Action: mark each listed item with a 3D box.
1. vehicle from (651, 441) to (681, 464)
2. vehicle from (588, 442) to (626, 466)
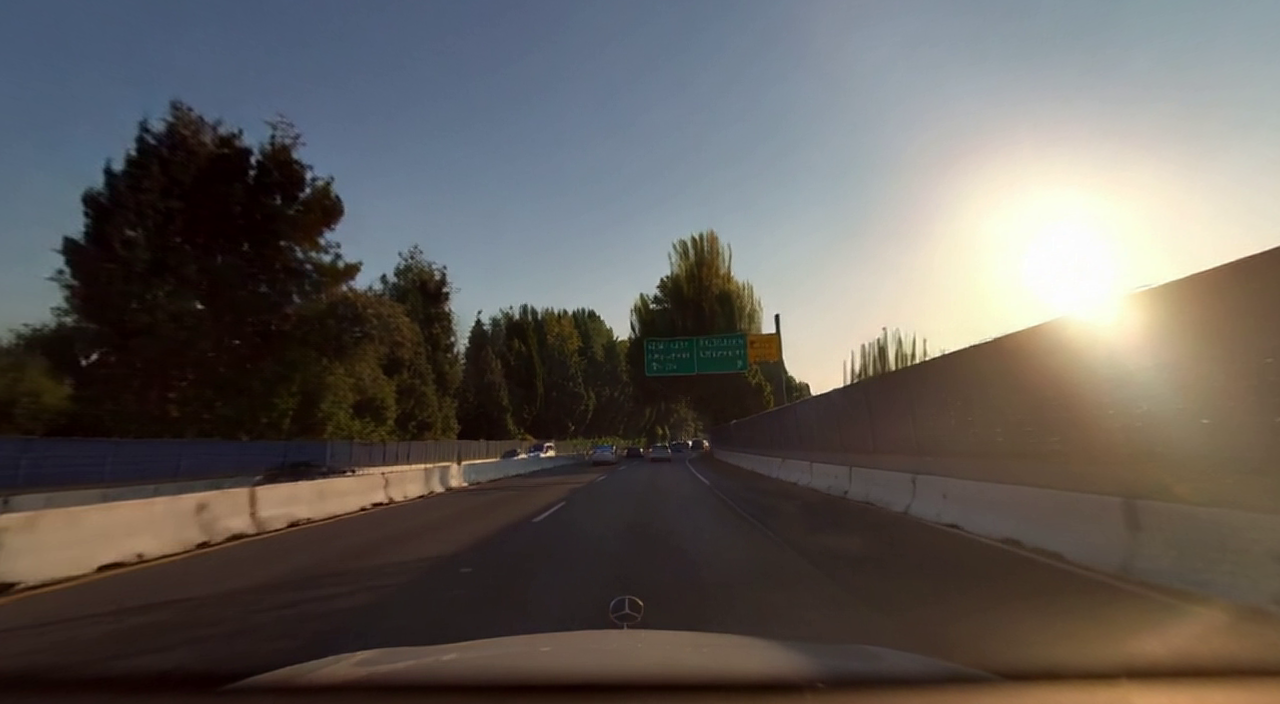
[{"bbox_3d":[1.921,7.313,45.942,2.077,1.533,3.854,-1,-8,3],"label":"vehicle"},{"bbox_3d":[-2.128,6.676,41.408,1.985,1.518,3.847,-1,-8,4],"label":"vehicle"}]
